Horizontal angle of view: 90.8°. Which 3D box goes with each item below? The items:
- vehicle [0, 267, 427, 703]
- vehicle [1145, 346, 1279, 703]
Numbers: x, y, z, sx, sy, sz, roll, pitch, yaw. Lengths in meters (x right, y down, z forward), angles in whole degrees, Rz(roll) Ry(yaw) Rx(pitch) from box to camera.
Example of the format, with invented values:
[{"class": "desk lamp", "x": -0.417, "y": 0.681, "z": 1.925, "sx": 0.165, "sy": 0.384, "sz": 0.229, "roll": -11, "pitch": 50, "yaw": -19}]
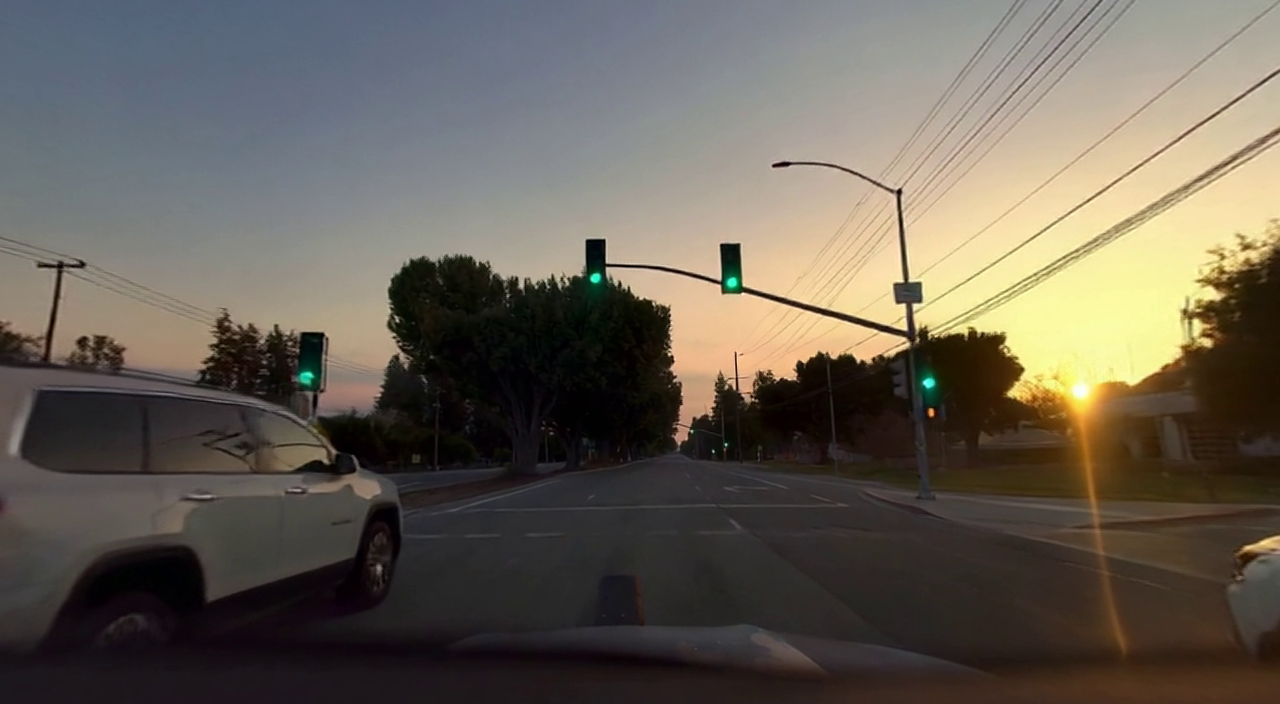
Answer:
[{"class": "vehicle", "x": -3.461, "y": 0.959, "z": 3.948, "sx": 2.374, "sy": 1.985, "sz": 5.391, "roll": 0, "pitch": -8, "yaw": 0}, {"class": "vehicle", "x": 3.615, "y": 0.598, "z": 0.985, "sx": 2.056, "sy": 1.703, "sz": 4.305, "roll": 0, "pitch": -8, "yaw": 0}]
